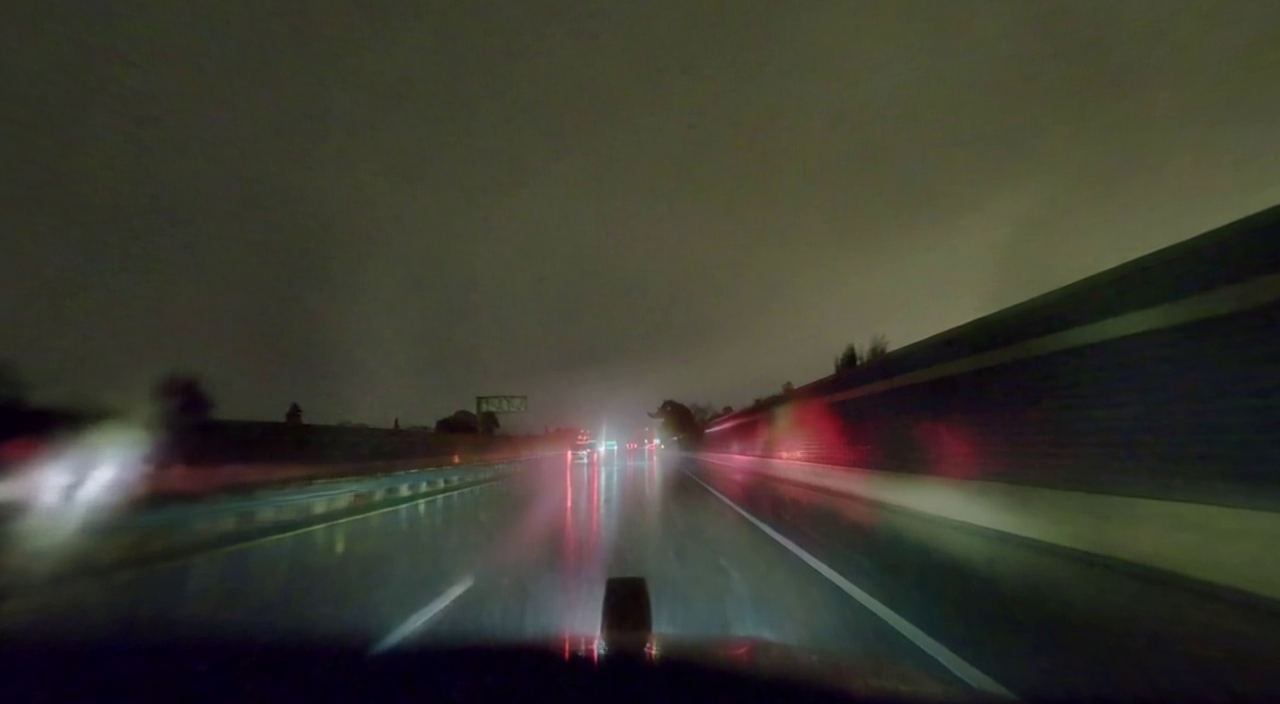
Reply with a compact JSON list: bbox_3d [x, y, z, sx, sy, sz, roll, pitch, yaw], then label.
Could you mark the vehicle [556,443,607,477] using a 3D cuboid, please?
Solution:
[{"bbox_3d":[-2.785,5.267,30.887,2.050,1.530,4.144,0,-8,0],"label":"vehicle"}]
